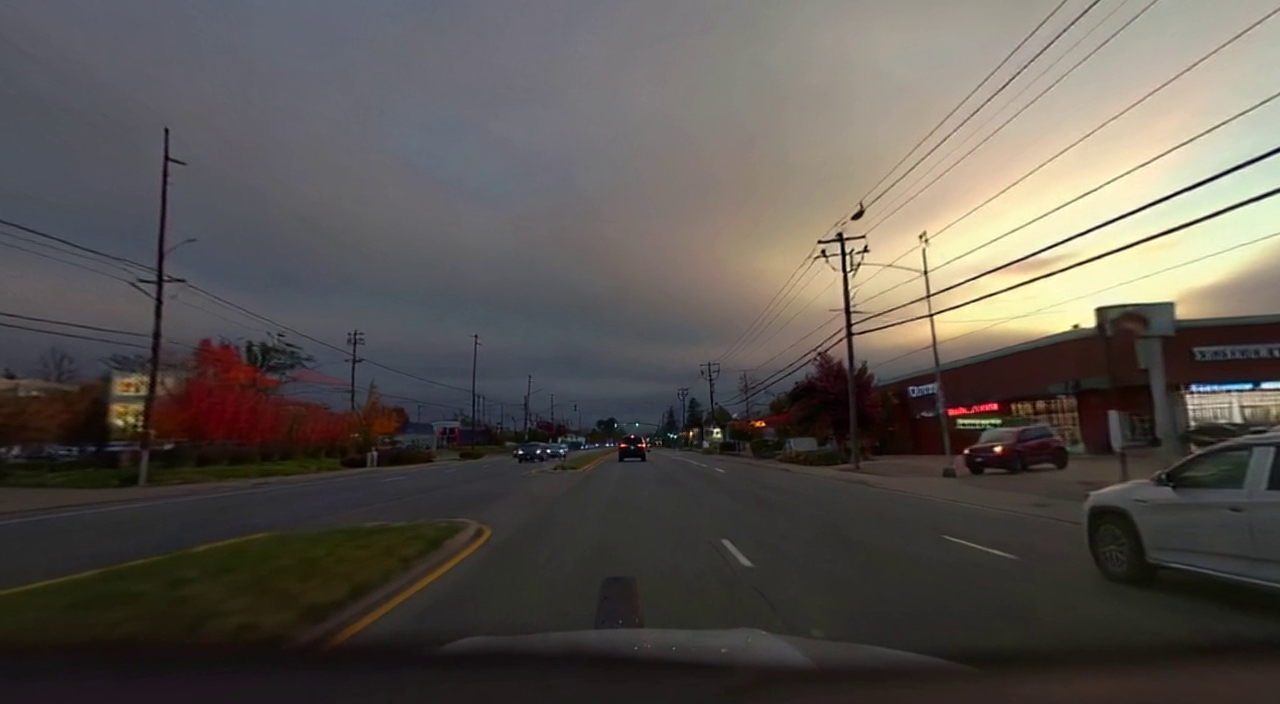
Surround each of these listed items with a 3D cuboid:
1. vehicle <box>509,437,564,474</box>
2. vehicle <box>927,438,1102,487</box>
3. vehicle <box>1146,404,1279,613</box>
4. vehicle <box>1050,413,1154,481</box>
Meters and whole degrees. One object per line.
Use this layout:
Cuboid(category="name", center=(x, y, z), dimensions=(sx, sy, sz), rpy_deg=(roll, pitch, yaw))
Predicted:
Cuboid(category="vehicle", center=(-5.737, 5.775, 35.647), dimensions=(2.278, 1.828, 4.970), rpy_deg=(-2, -8, 0))
Cuboid(category="vehicle", center=(14.639, 4.298, 24.860), dimensions=(5.733, 1.610, 2.253), rpy_deg=(0, -8, -11))
Cuboid(category="vehicle", center=(6.267, 1.139, 4.234), dimensions=(1.995, 1.705, 4.434), rpy_deg=(0, -9, 0))
Cuboid(category="vehicle", center=(19.135, 3.932, 26.245), dimensions=(2.918, 2.614, 1.930), rpy_deg=(3, -9, -18))
